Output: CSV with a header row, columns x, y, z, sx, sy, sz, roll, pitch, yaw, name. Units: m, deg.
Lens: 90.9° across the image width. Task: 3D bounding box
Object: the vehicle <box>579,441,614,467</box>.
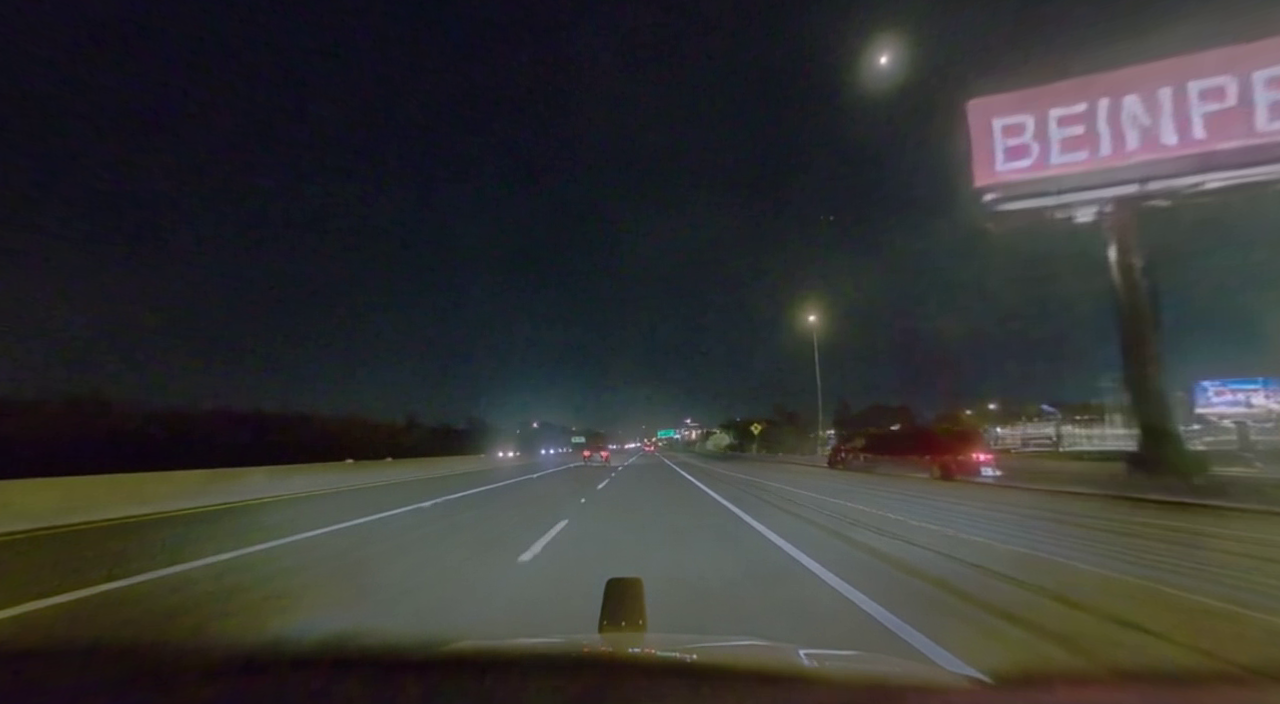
x,y,z,sx,sy,sz,roll,pitch,yaw,name
-3.144,7.472,46.488,2.159,1.793,5.027,-1,-9,1,vehicle
